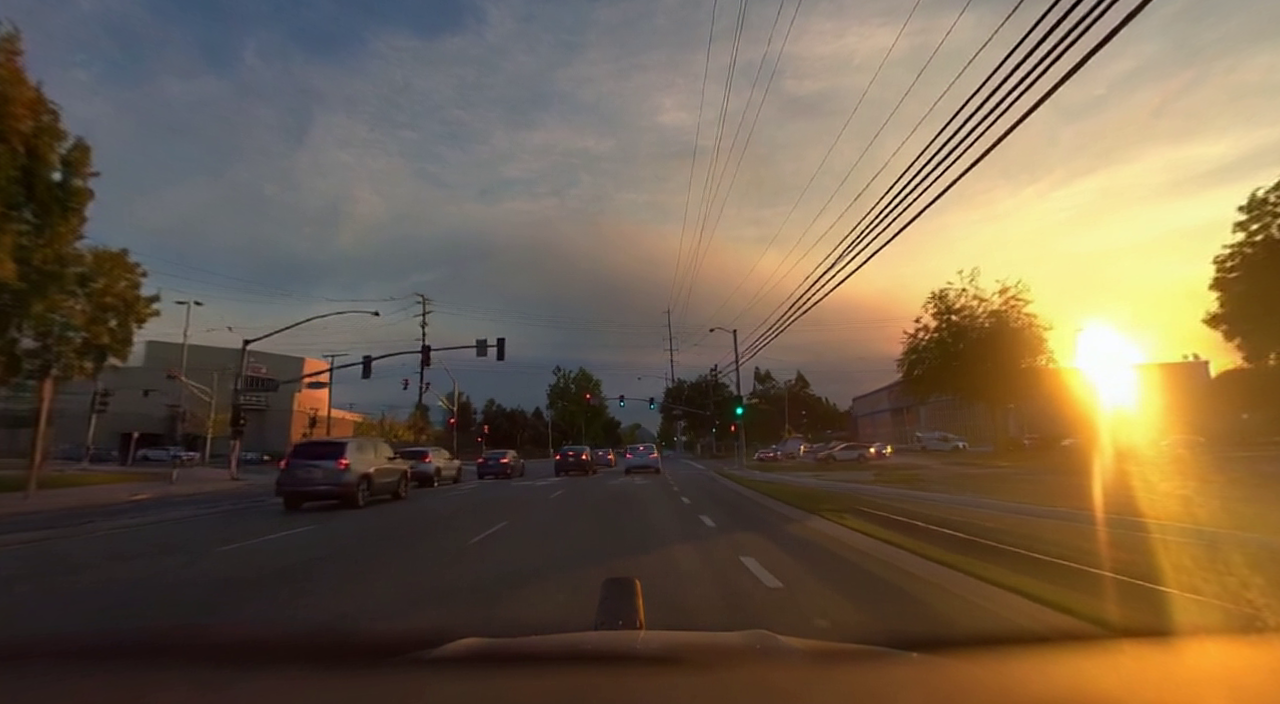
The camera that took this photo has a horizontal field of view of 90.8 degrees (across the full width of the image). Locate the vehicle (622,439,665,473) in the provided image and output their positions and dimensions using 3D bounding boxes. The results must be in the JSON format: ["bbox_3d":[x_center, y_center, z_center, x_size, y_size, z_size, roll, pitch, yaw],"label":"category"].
[{"bbox_3d":[0.292,6.079,37.211,2.276,1.850,3.897,-1,-8,4],"label":"vehicle"}]

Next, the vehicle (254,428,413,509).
[{"bbox_3d":[-7.443,2.857,15.902,1.860,1.754,4.089,0,-8,1],"label":"vehicle"}]

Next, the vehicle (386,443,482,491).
[{"bbox_3d":[-7.466,4.178,23.379,1.912,1.573,4.299,0,-8,3],"label":"vehicle"}]

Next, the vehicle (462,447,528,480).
[{"bbox_3d":[-6.942,5.362,30.683,1.904,1.449,4.580,0,-8,3],"label":"vehicle"}]

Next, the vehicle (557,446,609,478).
[{"bbox_3d":[-2.763,5.462,31.691,2.064,1.464,4.373,0,-8,2],"label":"vehicle"}]
